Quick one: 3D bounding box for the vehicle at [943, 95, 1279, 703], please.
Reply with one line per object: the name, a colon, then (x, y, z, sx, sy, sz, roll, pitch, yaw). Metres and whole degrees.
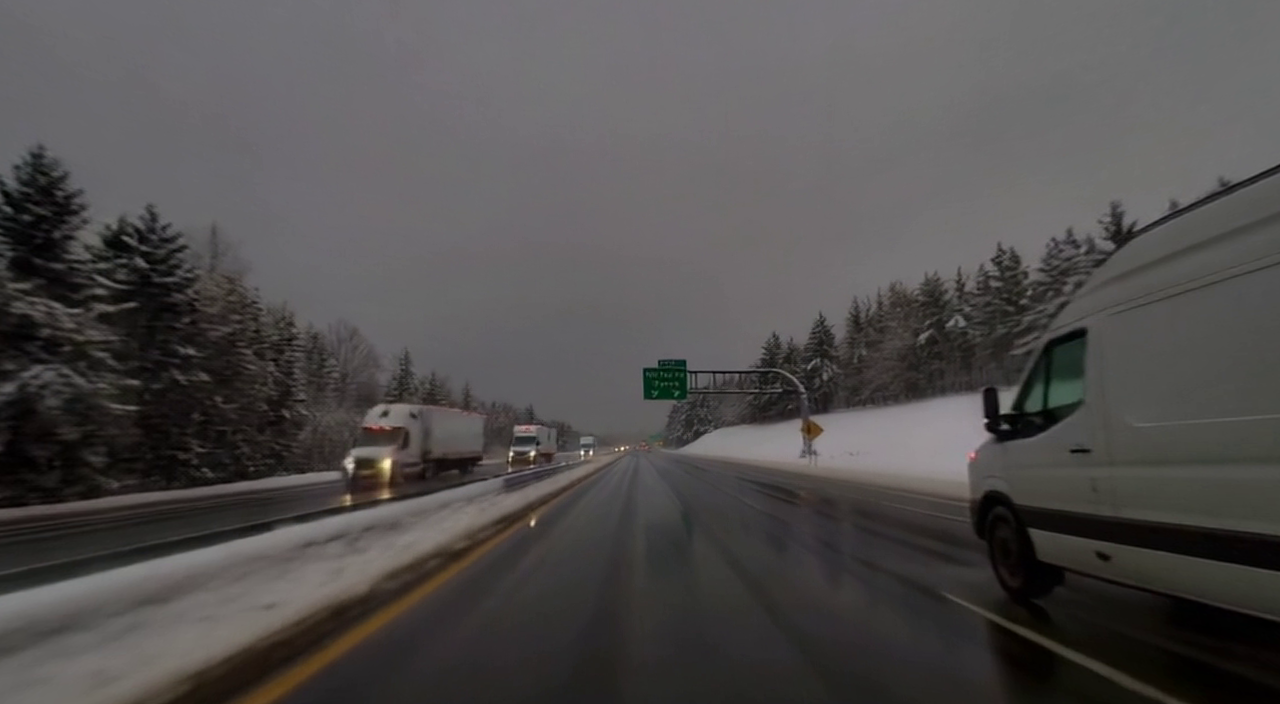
vehicle: (4.057, 0.180, 2.077, 2.449, 2.805, 6.763, 0, -9, -2)

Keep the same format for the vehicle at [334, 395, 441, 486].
vehicle: (-12.904, 4.656, 32.824, 3.096, 4.310, 5.698, 0, -9, 0)
